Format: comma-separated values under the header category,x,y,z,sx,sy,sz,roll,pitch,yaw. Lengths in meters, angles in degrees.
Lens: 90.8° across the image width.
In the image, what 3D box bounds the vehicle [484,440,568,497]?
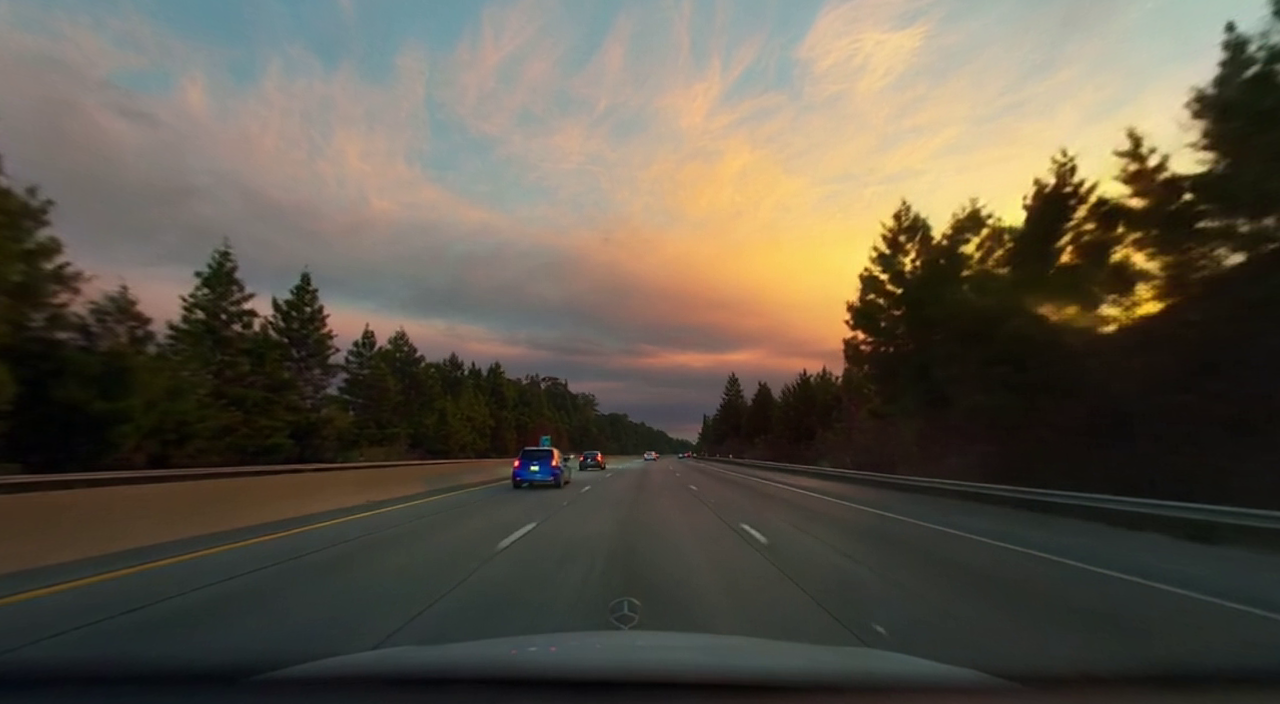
category,x,y,z,sx,sy,sz,roll,pitch,yaw
vehicle,-3.518,3.677,20.218,1.846,1.600,4.108,0,-9,1

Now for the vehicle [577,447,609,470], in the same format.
category,x,y,z,sx,sy,sz,roll,pitch,yaw
vehicle,-3.432,7.874,46.704,1.996,1.565,4.159,0,-9,0
